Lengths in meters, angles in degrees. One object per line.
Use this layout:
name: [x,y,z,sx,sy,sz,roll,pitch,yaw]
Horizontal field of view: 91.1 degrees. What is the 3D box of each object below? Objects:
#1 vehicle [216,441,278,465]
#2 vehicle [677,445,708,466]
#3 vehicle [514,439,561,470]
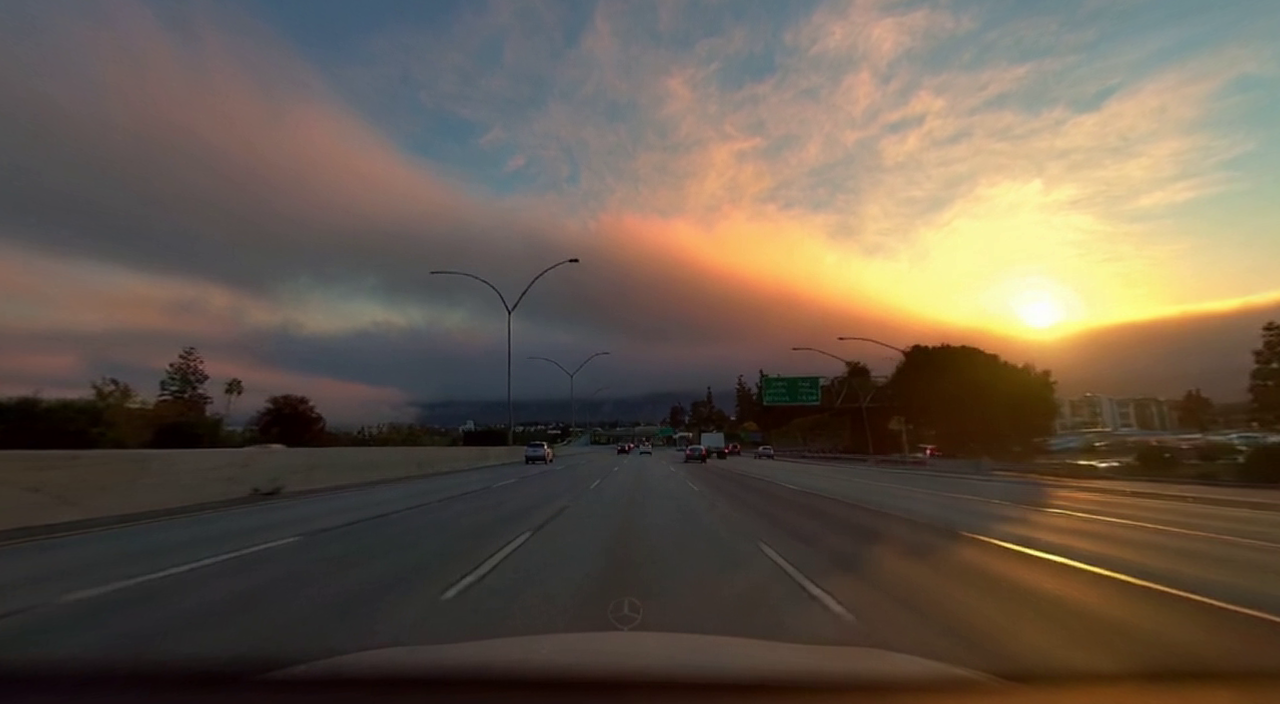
vehicle: [-25.372,6.510,40.682,1.577,1.426,3.628,0,-8,1]
vehicle: [3.803,7.532,45.867,1.950,1.453,3.378,0,-8,-1]
vehicle: [-6.253,6.299,38.800,2.091,1.746,4.437,0,-8,1]
